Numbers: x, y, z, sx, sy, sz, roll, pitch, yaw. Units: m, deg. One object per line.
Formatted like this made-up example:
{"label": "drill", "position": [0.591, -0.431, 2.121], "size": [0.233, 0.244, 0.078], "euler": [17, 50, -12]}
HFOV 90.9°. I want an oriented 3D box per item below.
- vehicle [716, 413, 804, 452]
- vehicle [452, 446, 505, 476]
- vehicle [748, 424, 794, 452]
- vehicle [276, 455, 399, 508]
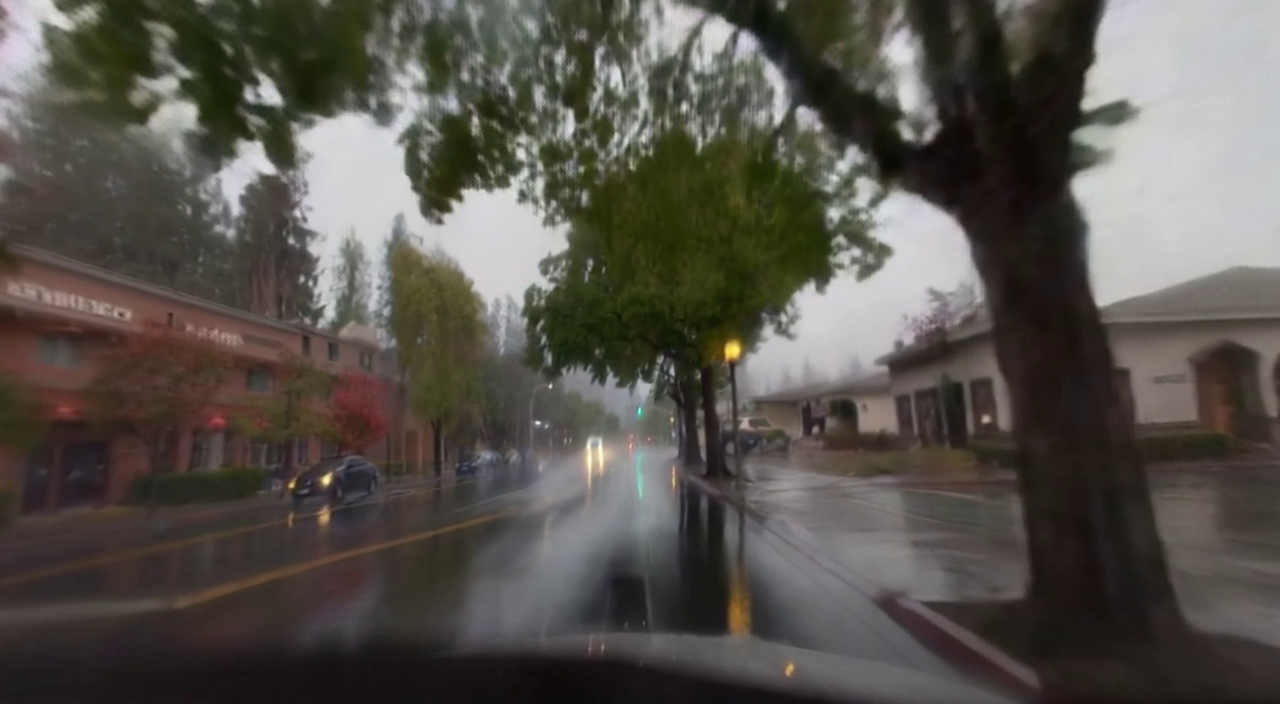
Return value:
{"label": "vehicle", "position": [9.092, 6.136, 47.853], "size": [6.019, 2.672, 2.563], "euler": [-5, -9, 27]}
{"label": "vehicle", "position": [-10.336, 6.979, 40.711], "size": [1.995, 1.657, 4.609], "euler": [-4, -8, 3]}
{"label": "vehicle", "position": [8.815, 5.850, 42.909], "size": [1.999, 1.753, 4.995], "euler": [0, -8, -1]}
{"label": "vehicle", "position": [-10.061, 4.305, 21.434], "size": [1.892, 1.484, 4.576], "euler": [0, -8, 0]}
